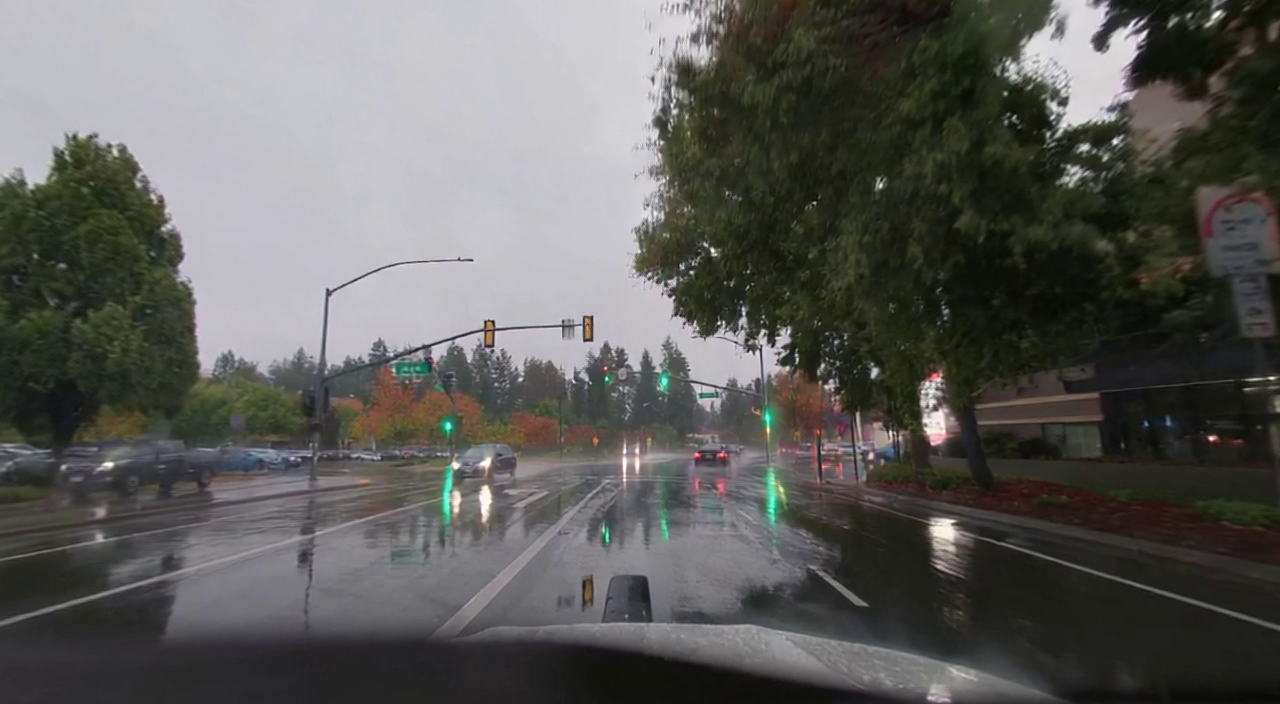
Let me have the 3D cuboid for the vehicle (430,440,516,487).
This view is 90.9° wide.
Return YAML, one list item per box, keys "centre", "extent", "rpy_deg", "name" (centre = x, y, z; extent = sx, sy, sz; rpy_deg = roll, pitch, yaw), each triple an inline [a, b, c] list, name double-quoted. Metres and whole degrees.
- centre: [-5.886, 3.971, 22.696]
  extent: [2.052, 1.543, 3.719]
  rpy_deg: [0, -9, 0]
  name: "vehicle"

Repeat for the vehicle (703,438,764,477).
- centre: [4.305, 4.945, 29.771]
  extent: [2.311, 1.715, 4.287]
  rpy_deg: [0, -9, 1]
  name: "vehicle"

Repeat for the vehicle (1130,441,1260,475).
- centre: [28.605, 5.466, 32.616]
  extent: [4.639, 1.655, 2.118]
  rpy_deg: [0, -9, 0]
  name: "vehicle"

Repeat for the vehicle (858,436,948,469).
- centre: [16.740, 6.422, 40.359]
  extent: [4.713, 1.969, 2.201]
  rpy_deg: [0, -9, 2]
  name: "vehicle"

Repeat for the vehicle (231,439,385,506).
- centre: [-9.828, 3.573, 19.191]
  extent: [2.150, 1.774, 4.459]
  rpy_deg: [0, -9, 1]
  name: "vehicle"

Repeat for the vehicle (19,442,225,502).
- centre: [-16.230, 3.749, 19.987]
  extent: [4.612, 1.689, 2.098]
  rpy_deg: [0, -8, -2]
  name: "vehicle"
